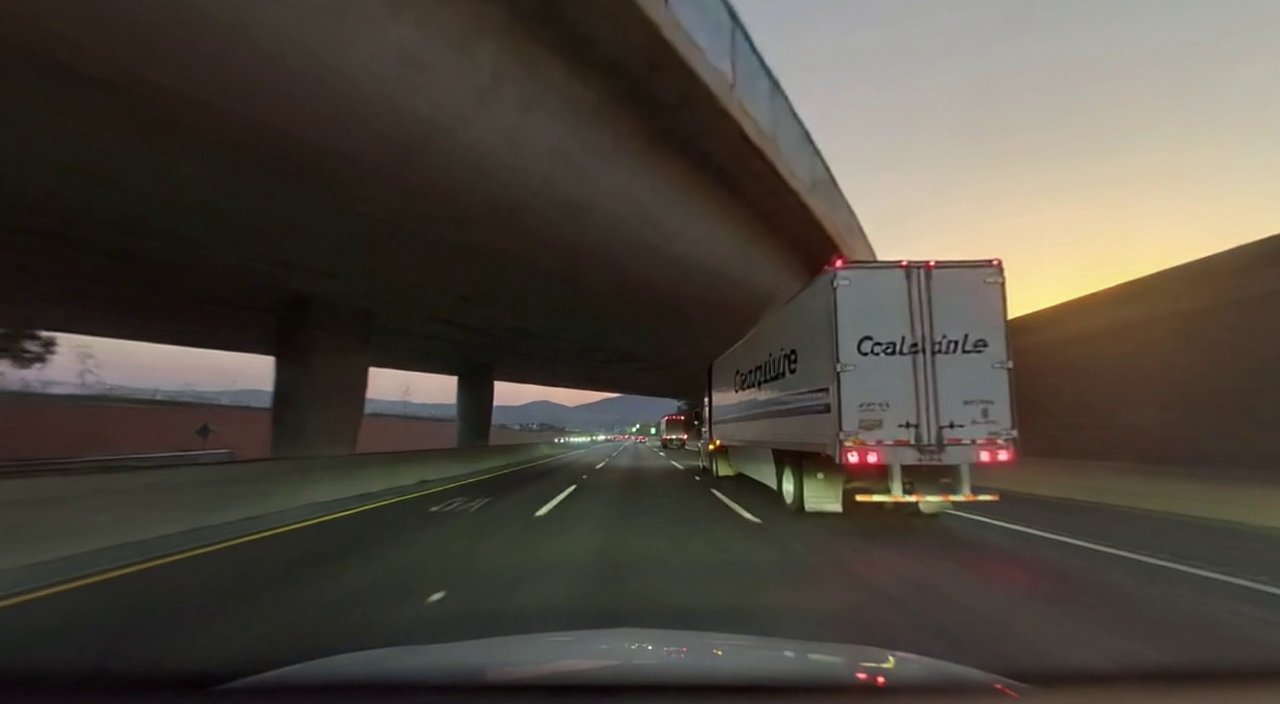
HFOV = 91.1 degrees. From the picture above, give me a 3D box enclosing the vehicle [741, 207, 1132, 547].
[{"bbox_3d":[4.059,0.840,11.697,2.840,3.947,8.920,0,-8,0],"label":"vehicle"}]
